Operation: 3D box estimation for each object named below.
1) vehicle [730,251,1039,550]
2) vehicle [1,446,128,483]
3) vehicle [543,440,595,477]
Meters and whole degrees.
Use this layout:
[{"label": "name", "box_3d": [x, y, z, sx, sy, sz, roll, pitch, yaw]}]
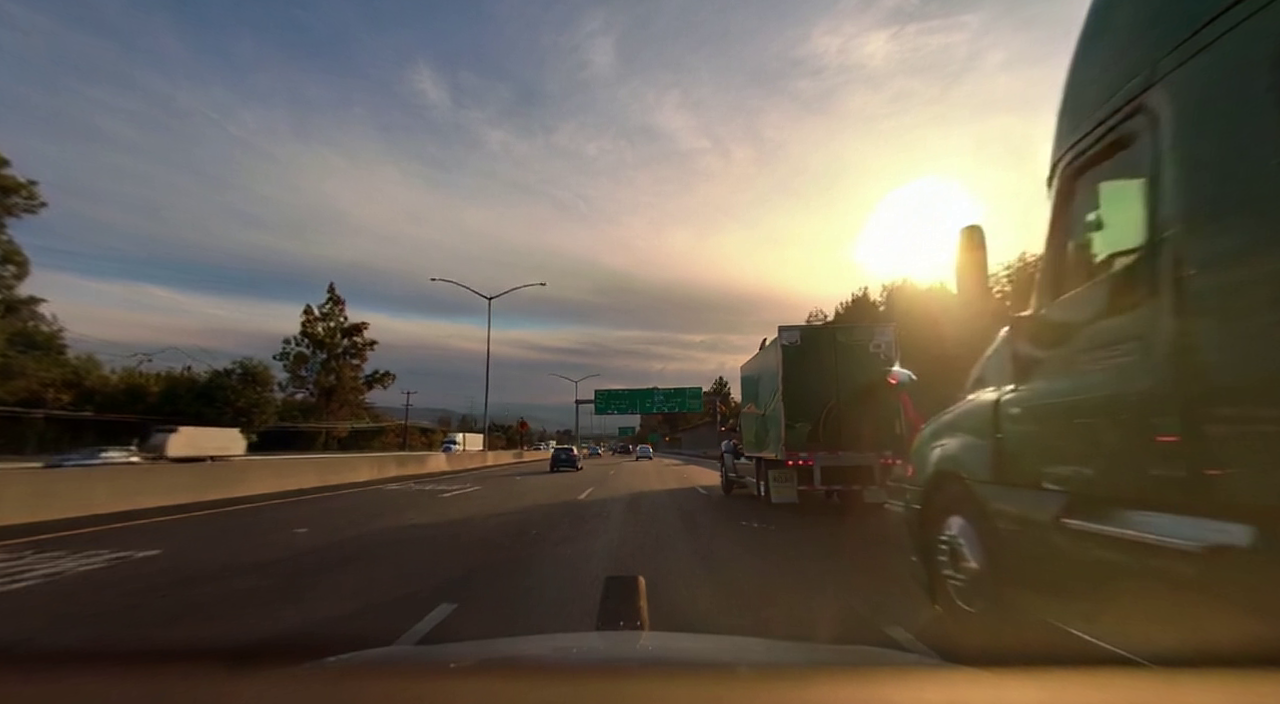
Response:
[{"label": "vehicle", "box_3d": [3.743, 1.122, 12.109, 3.042, 4.037, 7.253, 0, -9, 1]}, {"label": "vehicle", "box_3d": [-24.950, 4.857, 27.502, 1.858, 1.516, 3.827, 0, -9, 1]}, {"label": "vehicle", "box_3d": [-3.367, 5.145, 30.556, 2.000, 1.658, 4.155, 0, -9, 1]}]
